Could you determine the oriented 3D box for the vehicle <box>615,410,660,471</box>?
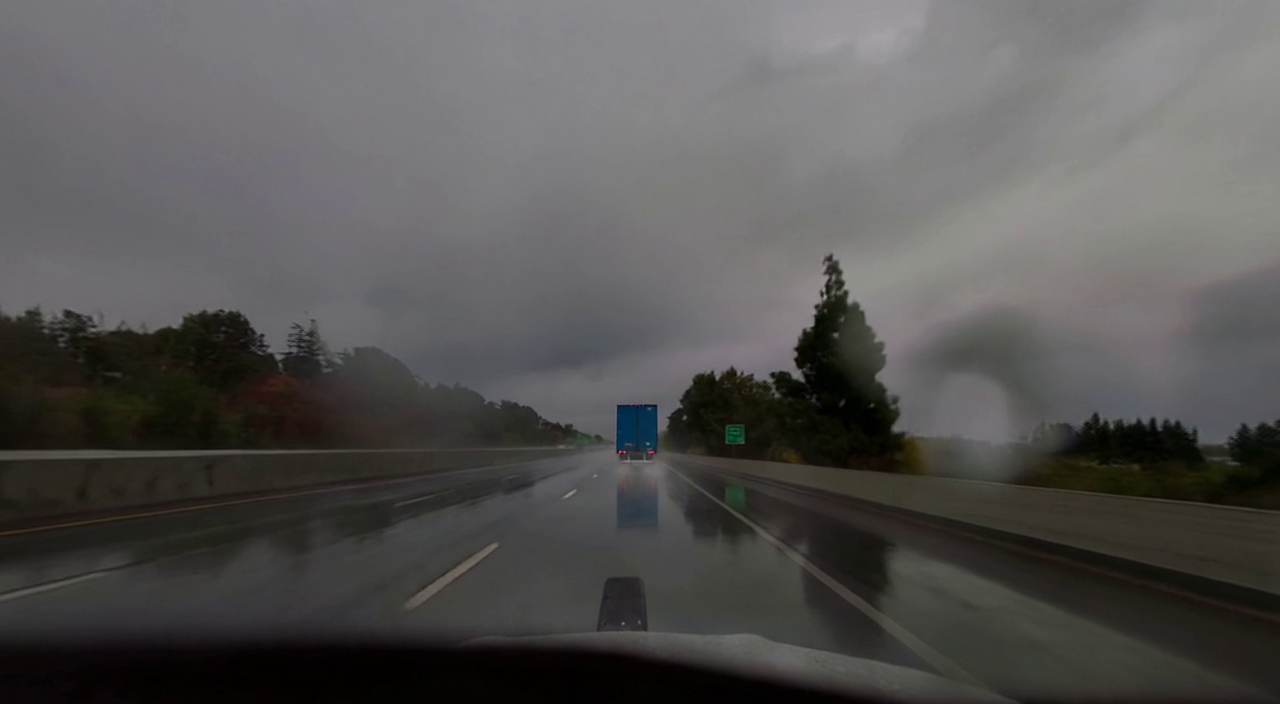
[{"bbox_3d":[-0.260,6.637,46.838,2.982,3.947,11.075,0,-9,-1],"label":"vehicle"}]
